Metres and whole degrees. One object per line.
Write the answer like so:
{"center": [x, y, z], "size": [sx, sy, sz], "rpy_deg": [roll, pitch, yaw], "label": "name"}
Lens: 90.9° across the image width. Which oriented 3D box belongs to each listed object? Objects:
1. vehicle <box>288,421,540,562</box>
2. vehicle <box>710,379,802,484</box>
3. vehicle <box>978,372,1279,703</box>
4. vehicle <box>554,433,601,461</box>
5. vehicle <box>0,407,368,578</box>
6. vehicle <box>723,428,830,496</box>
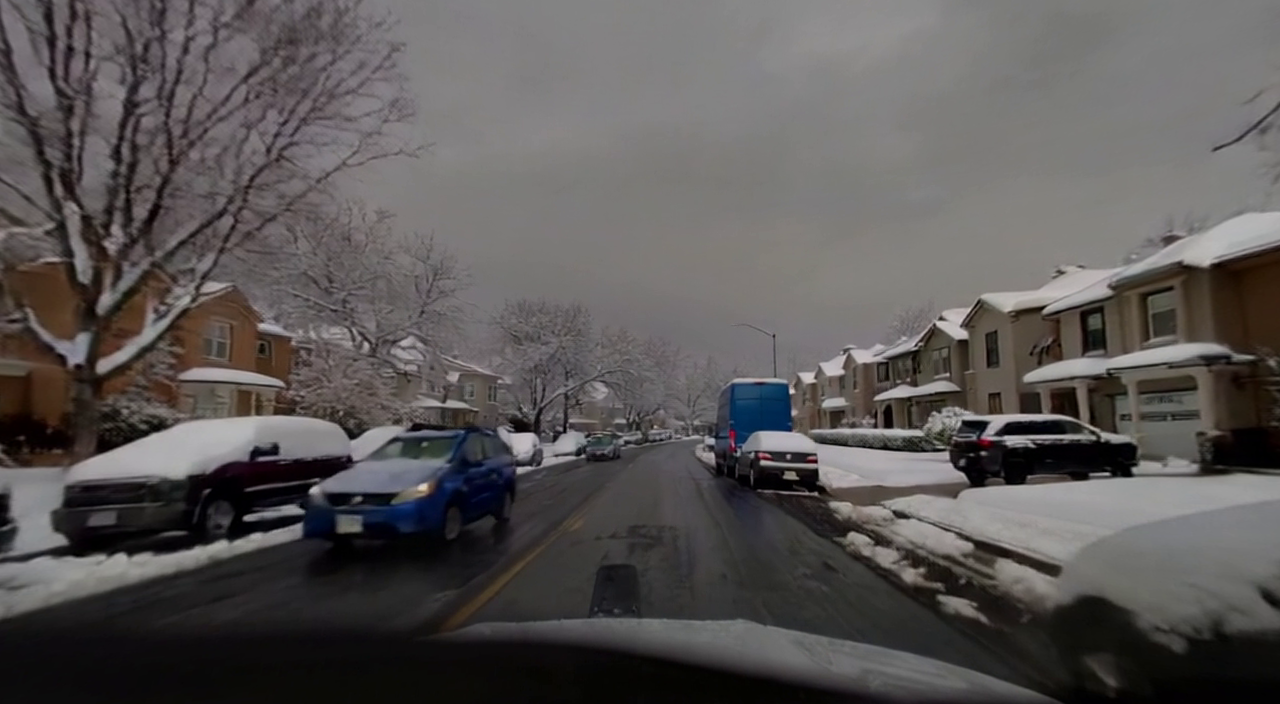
{"center": [-2.765, 1.764, 8.786], "size": [1.889, 1.505, 3.849], "rpy_deg": [-1, -8, 4], "label": "vehicle"}
{"center": [3.779, 2.761, 21.891], "size": [2.317, 3.096, 6.383], "rpy_deg": [-1, -8, 3], "label": "vehicle"}
{"center": [2.850, 0.719, 1.117], "size": [2.052, 1.499, 4.699], "rpy_deg": [0, -8, 2], "label": "vehicle"}
{"center": [-3.632, 5.618, 37.481], "size": [1.941, 1.515, 3.995], "rpy_deg": [-1, -8, 7], "label": "vehicle"}
{"center": [-5.841, 1.731, 8.881], "size": [1.872, 1.670, 4.428], "rpy_deg": [-4, -7, 3], "label": "vehicle"}
{"center": [3.346, 2.754, 16.345], "size": [1.955, 1.500, 4.410], "rpy_deg": [0, -8, 2], "label": "vehicle"}
